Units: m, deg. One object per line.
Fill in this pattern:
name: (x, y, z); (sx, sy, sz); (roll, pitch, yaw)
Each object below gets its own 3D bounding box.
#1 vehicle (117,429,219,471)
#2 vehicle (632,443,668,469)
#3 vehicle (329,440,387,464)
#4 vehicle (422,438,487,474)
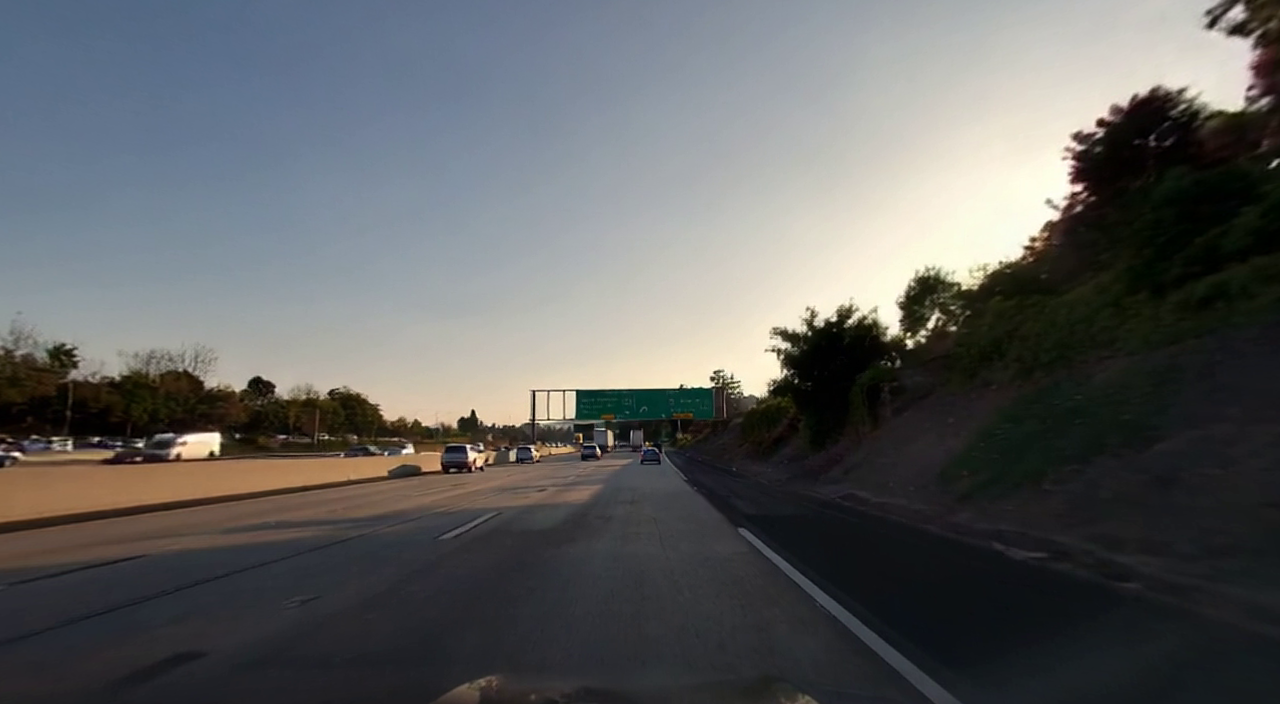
vehicle: (-30.687, 6.371, 41.360); (2.261, 2.501, 5.877); (0, -8, -2)
vehicle: (0.638, 6.401, 39.025); (2.137, 1.461, 3.999); (0, -8, 1)
vehicle: (-19.378, 6.867, 43.509); (1.870, 1.567, 4.567); (0, -8, 0)
vehicle: (-8.851, 4.964, 30.448); (1.954, 1.605, 4.023); (0, -8, -1)
